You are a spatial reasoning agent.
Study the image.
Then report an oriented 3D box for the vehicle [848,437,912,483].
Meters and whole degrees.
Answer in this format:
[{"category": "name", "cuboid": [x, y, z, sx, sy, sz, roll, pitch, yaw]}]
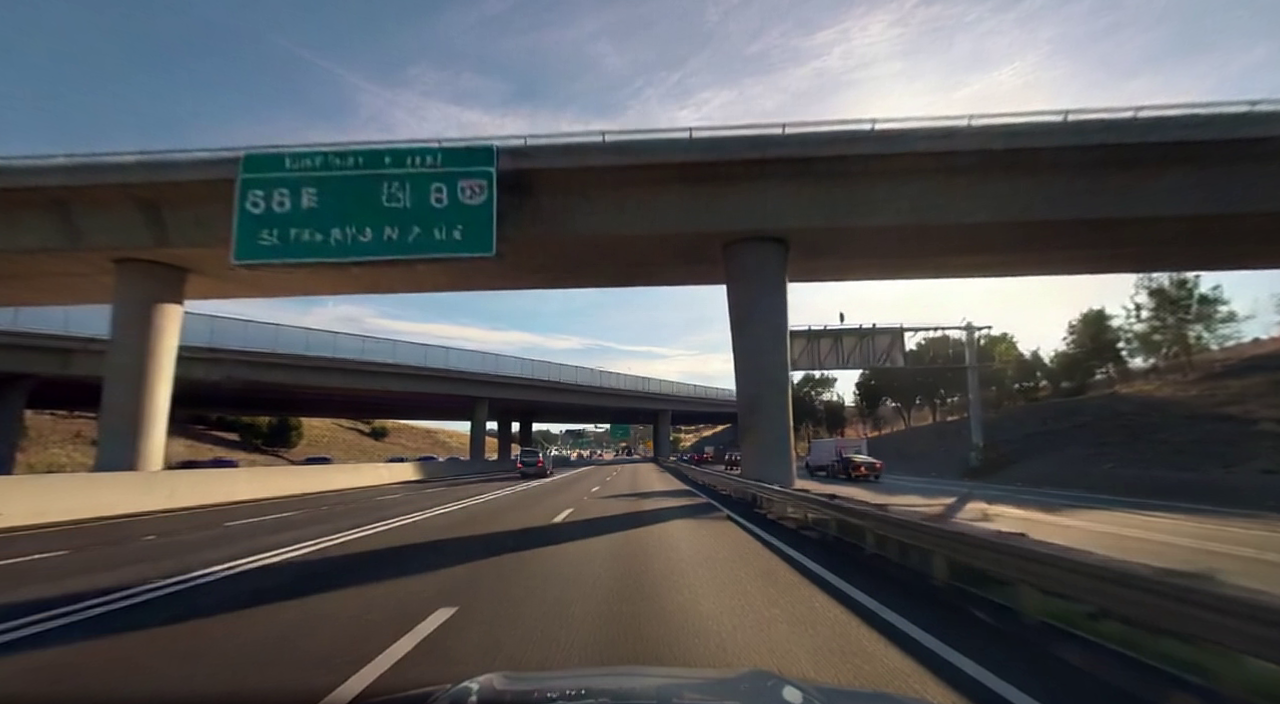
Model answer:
[{"category": "vehicle", "cuboid": [18.600, 8.391, 49.184, 2.594, 3.362, 5.549, 1, -9, -1]}]
